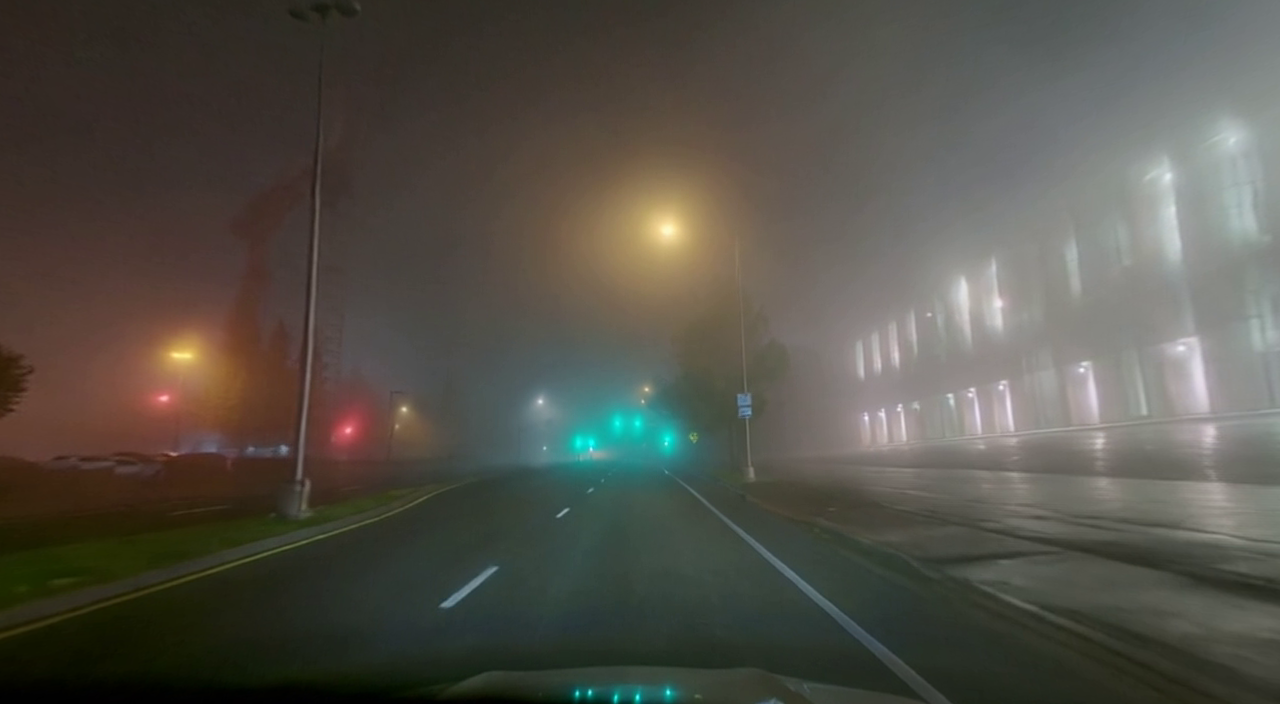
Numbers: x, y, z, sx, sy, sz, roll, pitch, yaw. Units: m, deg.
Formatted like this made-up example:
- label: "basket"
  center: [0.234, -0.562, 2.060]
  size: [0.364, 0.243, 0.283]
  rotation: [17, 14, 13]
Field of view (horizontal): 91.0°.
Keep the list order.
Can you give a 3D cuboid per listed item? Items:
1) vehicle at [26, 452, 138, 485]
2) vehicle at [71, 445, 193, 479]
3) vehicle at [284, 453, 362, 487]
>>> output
- label: "vehicle"
  center: [-25.556, 5.336, 28.929]
  size: [3.463, 1.389, 1.707]
  rotation: [-1, -9, 0]
- label: "vehicle"
  center: [-25.385, 5.497, 31.597]
  size: [4.308, 1.612, 1.989]
  rotation: [0, -8, -2]
- label: "vehicle"
  center: [-17.119, 6.380, 34.273]
  size: [1.921, 1.541, 4.541]
  rotation: [-1, -8, 0]
